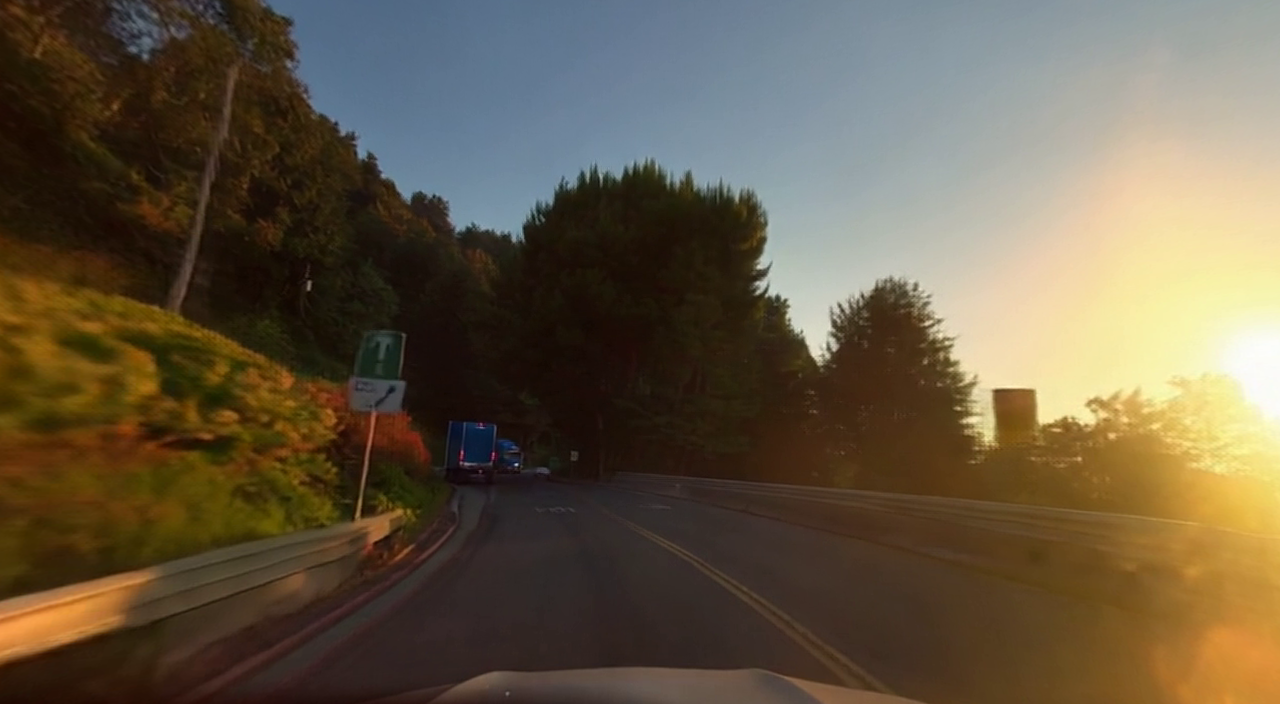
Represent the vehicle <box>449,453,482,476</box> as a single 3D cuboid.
[{"bbox_3d":[-11.992,7.752,43.228,2.039,1.536,3.648,3,-11,-15],"label":"vehicle"}]
